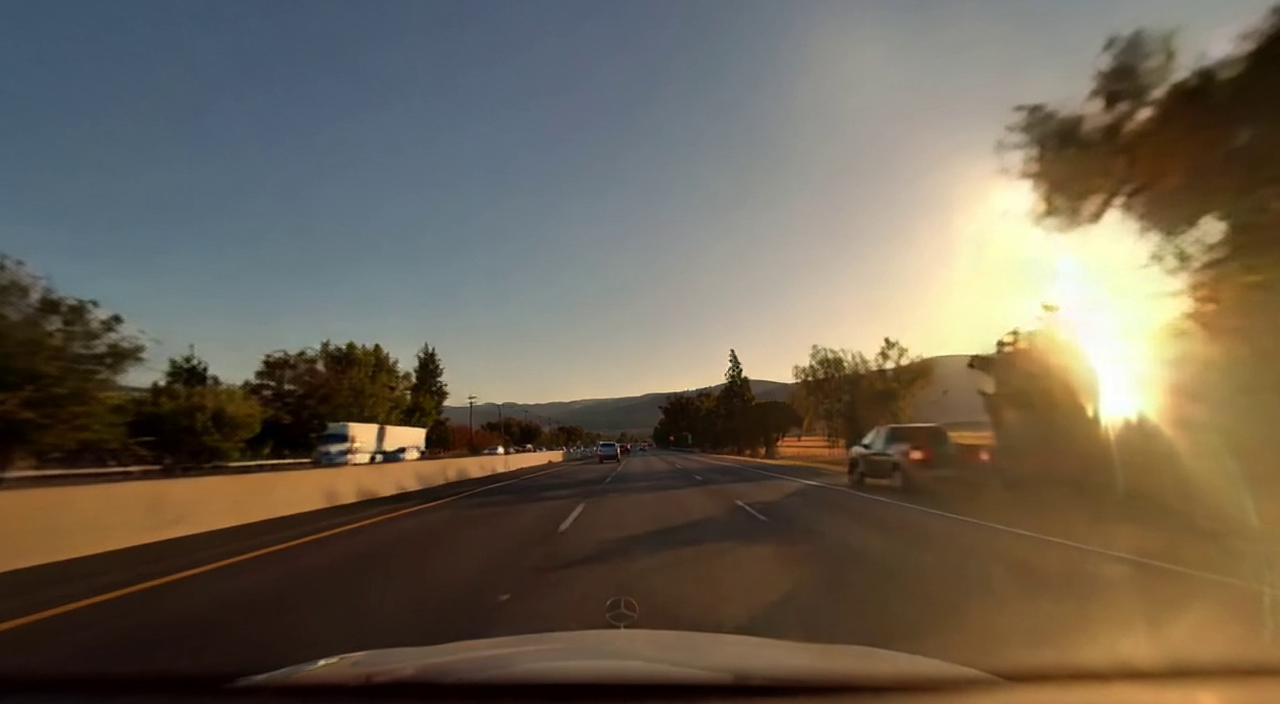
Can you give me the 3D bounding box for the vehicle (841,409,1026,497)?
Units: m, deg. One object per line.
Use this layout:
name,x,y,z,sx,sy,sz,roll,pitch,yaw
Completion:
vehicle,8.158,2.919,18.534,2.440,2.132,6.219,0,-9,0
